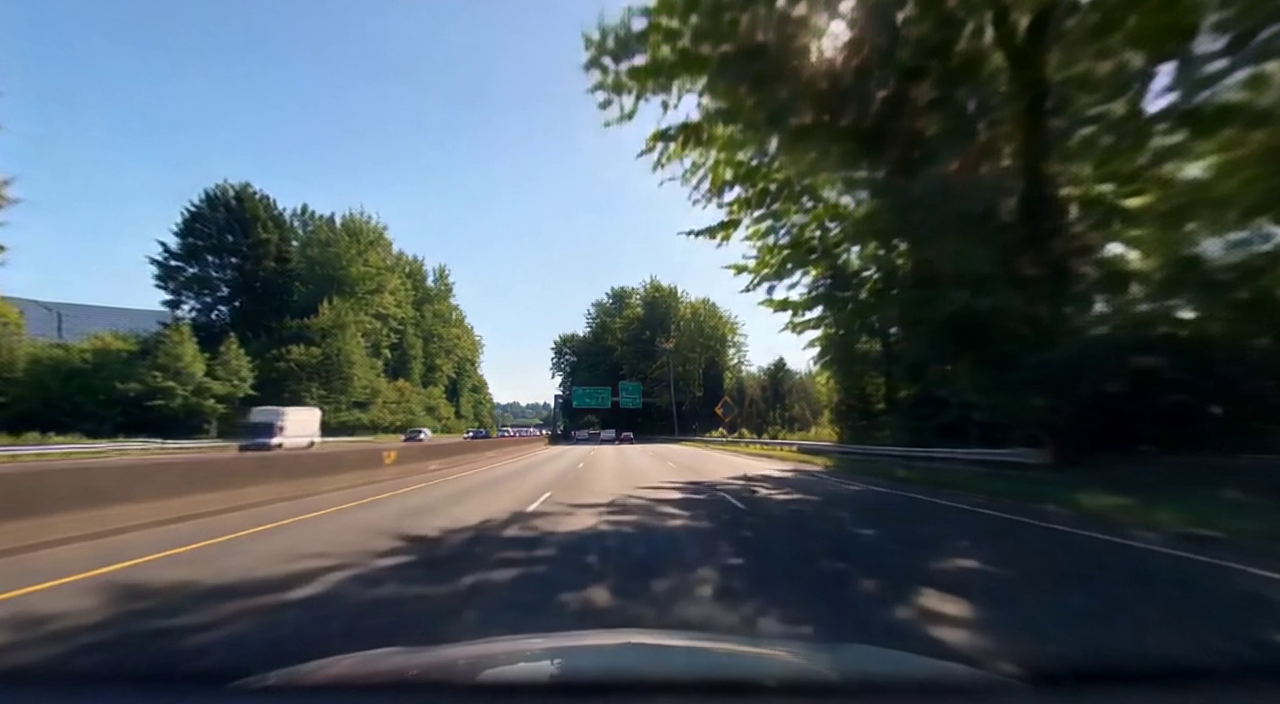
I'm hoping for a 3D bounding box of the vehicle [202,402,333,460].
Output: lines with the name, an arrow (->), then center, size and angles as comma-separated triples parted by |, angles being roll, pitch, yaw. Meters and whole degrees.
vehicle -> -17.612, 3.833, 30.406 | 2.250, 2.480, 6.853 | 0, -8, -2
